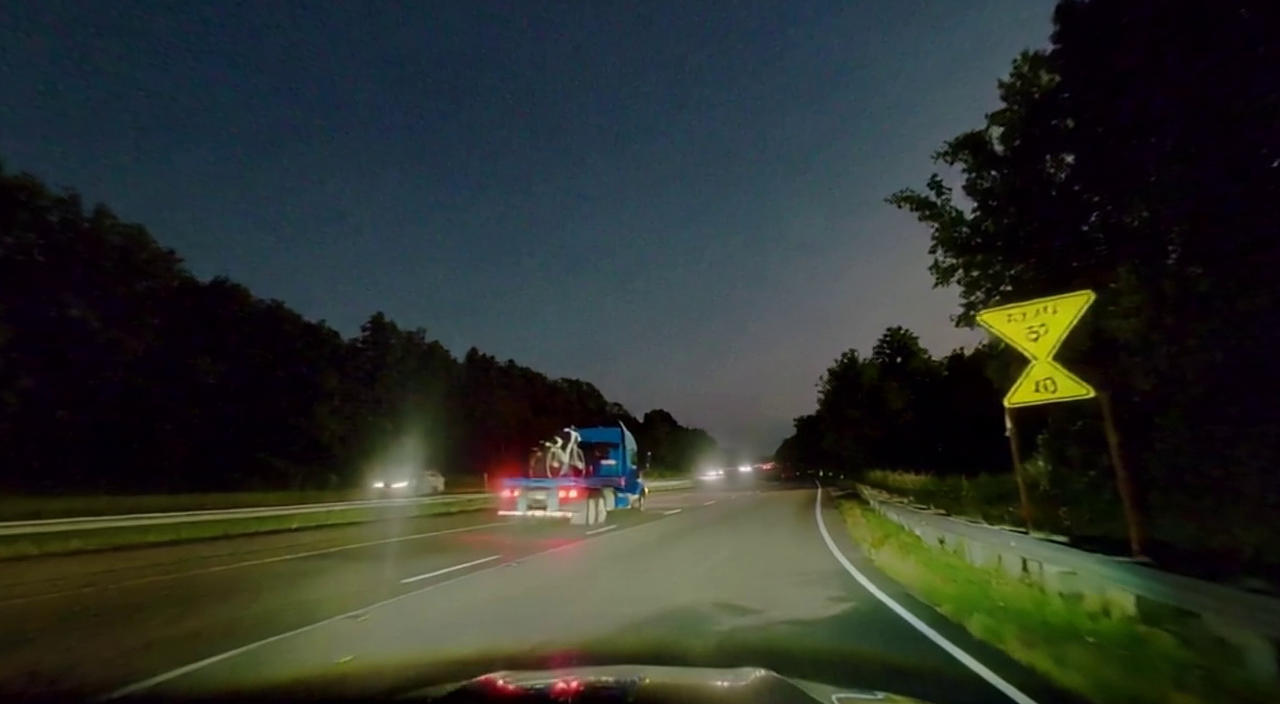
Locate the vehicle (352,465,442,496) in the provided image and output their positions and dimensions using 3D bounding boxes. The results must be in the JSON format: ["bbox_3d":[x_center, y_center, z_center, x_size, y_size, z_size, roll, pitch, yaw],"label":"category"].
[{"bbox_3d":[-14.048,7.491,36.744,1.896,1.641,5.535,-3,-12,15],"label":"vehicle"}]

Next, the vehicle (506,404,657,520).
[{"bbox_3d":[-1.590,3.902,21.891,2.841,3.244,7.689,-2,-12,13],"label":"vehicle"}]
